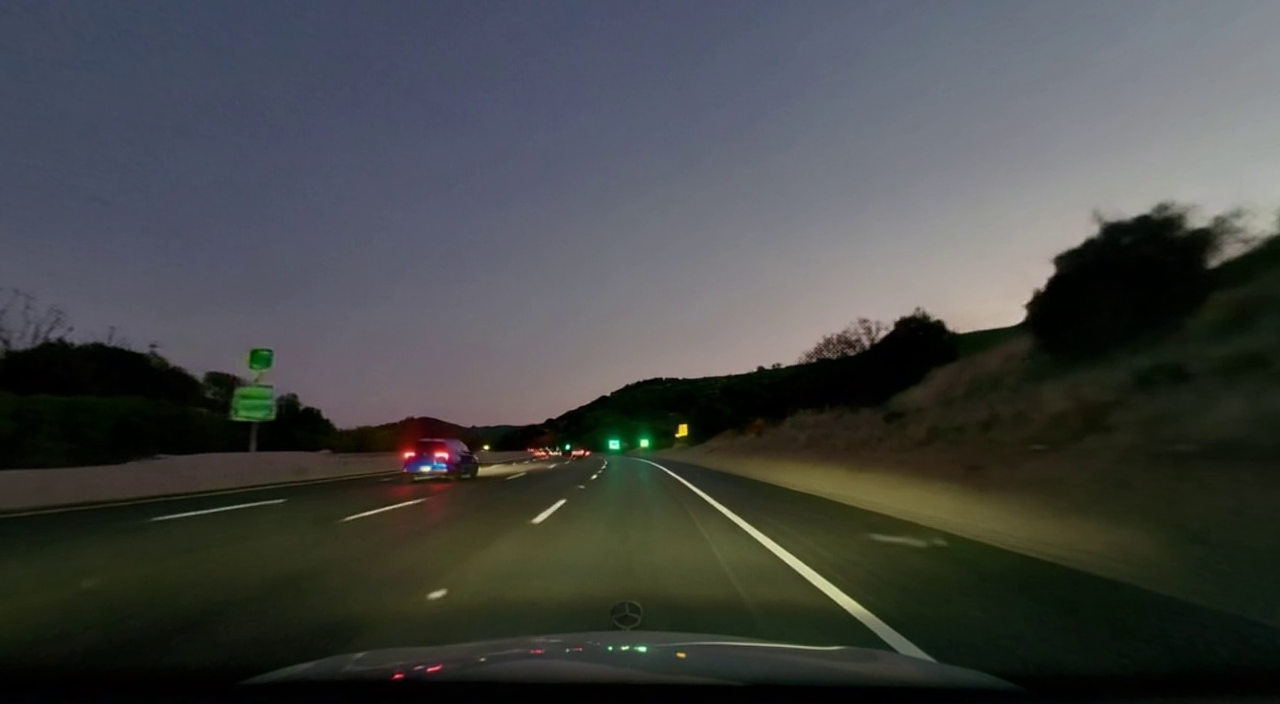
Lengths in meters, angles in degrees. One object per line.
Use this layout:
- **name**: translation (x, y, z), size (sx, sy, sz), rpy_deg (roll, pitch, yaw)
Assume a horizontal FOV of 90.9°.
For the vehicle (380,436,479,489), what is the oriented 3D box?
- **vehicle**: translation (-7.546, 4.002, 23.150), size (2.046, 1.712, 4.533), rpy_deg (0, -8, 0)
